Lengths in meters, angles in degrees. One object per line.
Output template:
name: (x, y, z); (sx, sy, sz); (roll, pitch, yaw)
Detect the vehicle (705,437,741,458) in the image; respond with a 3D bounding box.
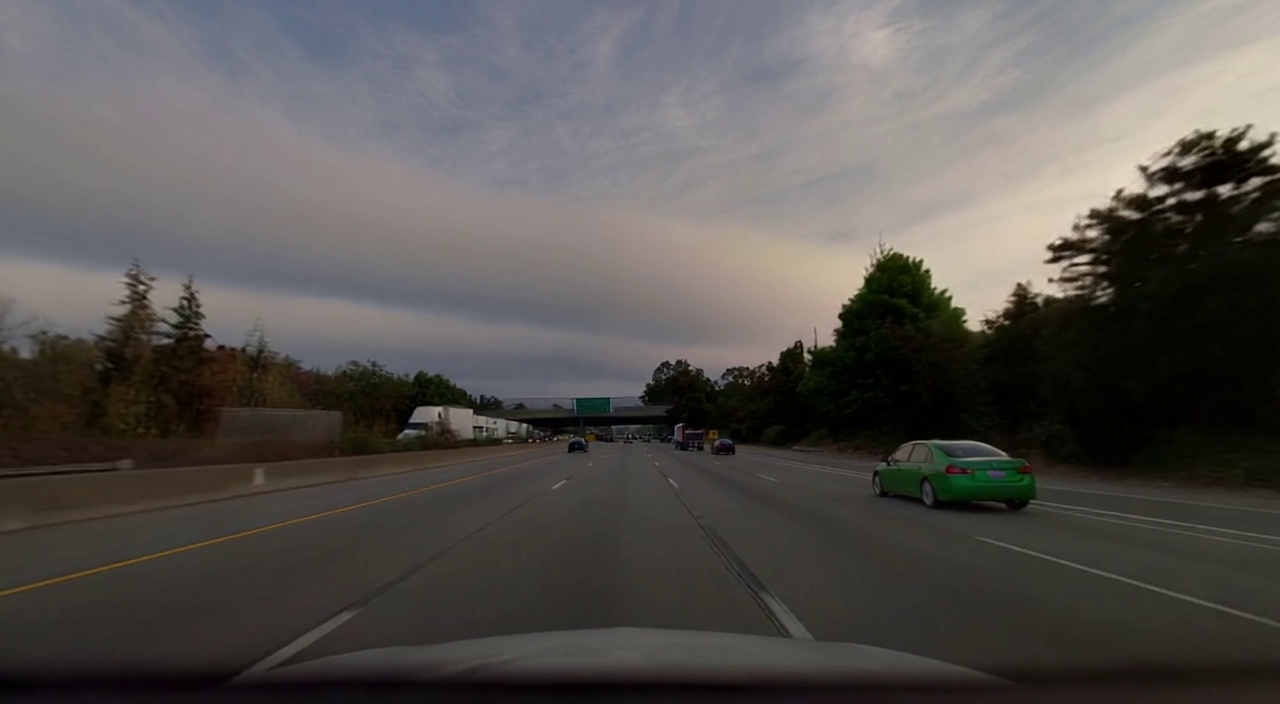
vehicle: (5.763, 6.658, 44.196); (1.920, 1.436, 3.890); (0, -8, -2)

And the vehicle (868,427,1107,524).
vehicle: (6.195, 2.212, 11.983); (2.028, 1.488, 4.236); (0, -8, -2)
